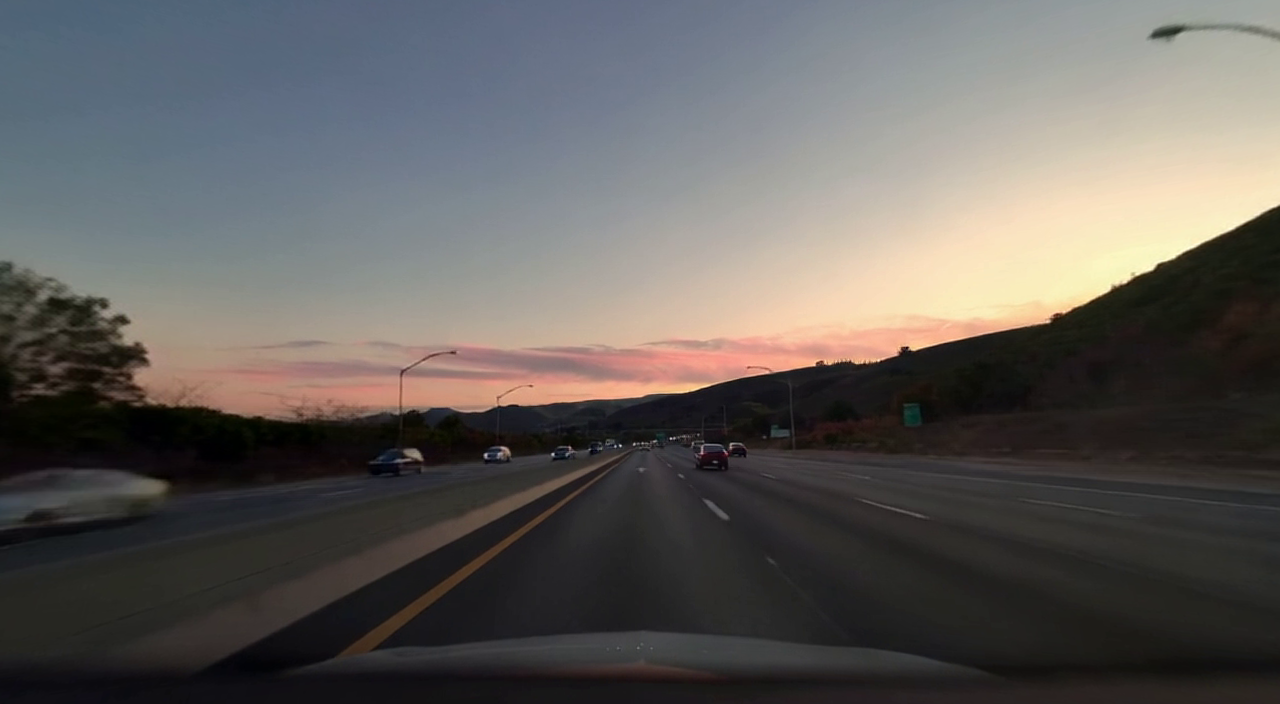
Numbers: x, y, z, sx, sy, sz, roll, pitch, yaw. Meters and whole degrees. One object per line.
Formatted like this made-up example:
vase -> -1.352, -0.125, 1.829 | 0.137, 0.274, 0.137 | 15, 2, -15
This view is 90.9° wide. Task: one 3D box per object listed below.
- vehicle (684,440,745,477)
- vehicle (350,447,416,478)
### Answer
vehicle -> 3.027, 4.460, 26.669 | 2.044, 1.444, 4.216 | 0, -8, 0
vehicle -> -15.266, 6.569, 37.721 | 1.967, 1.691, 4.497 | 0, -8, 1
